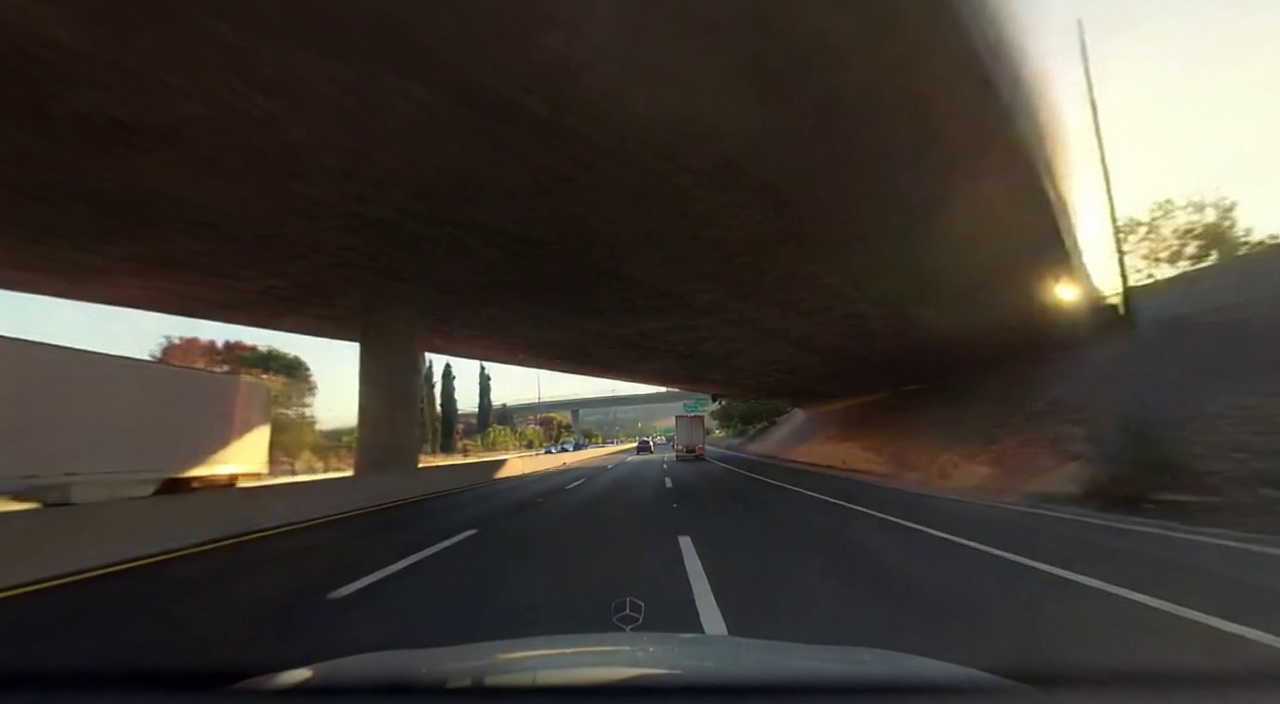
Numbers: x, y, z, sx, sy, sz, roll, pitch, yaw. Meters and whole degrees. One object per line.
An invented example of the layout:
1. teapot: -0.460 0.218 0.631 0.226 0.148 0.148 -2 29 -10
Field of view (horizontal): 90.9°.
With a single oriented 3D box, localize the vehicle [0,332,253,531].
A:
1. vehicle: -15.050 1.702 13.429 3.034 4.153 16.197 -1 -8 2
